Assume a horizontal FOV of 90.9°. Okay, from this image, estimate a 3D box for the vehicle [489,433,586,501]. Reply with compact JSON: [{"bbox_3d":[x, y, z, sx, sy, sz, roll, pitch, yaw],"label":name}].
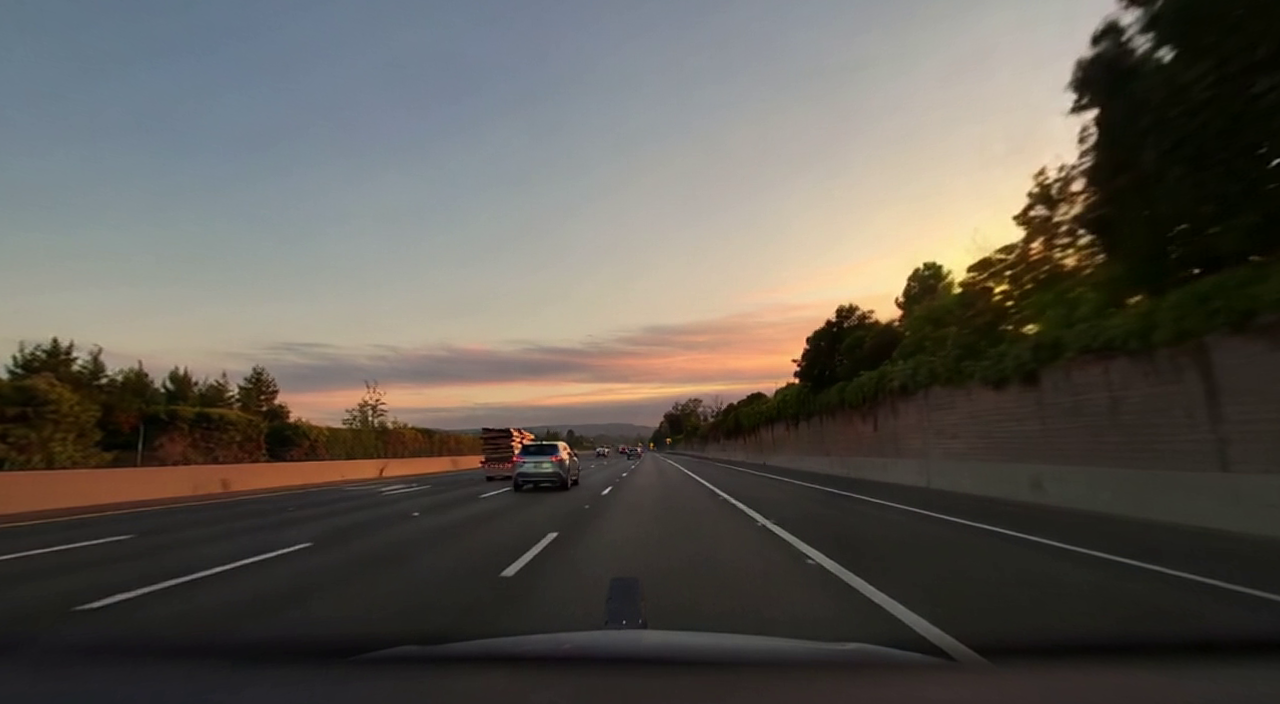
[{"bbox_3d":[-2.953,3.434,19.268,2.114,1.787,4.365,0,-8,2],"label":"vehicle"}]
